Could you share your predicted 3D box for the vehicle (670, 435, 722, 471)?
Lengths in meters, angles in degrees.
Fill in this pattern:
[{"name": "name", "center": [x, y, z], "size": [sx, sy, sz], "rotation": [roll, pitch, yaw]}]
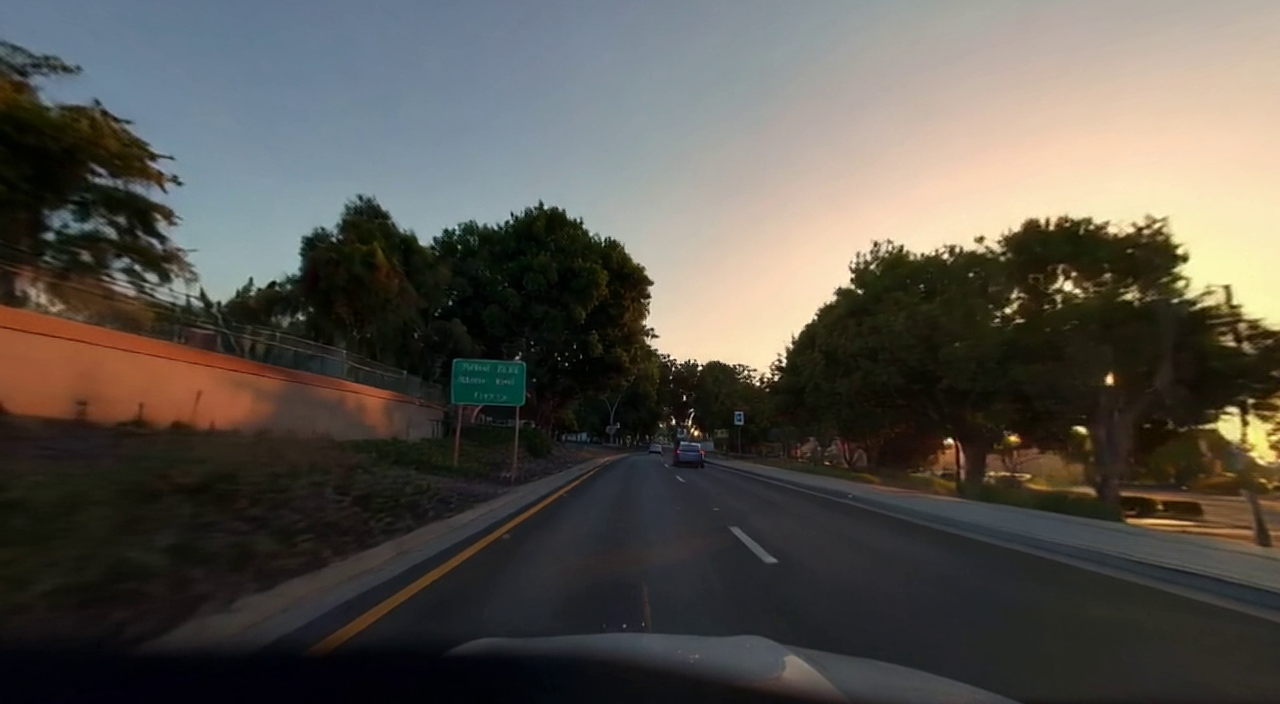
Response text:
[{"name": "vehicle", "center": [2.436, 4.529, 28.554], "size": [1.956, 1.473, 4.640], "rotation": [0, -8, 0]}]
